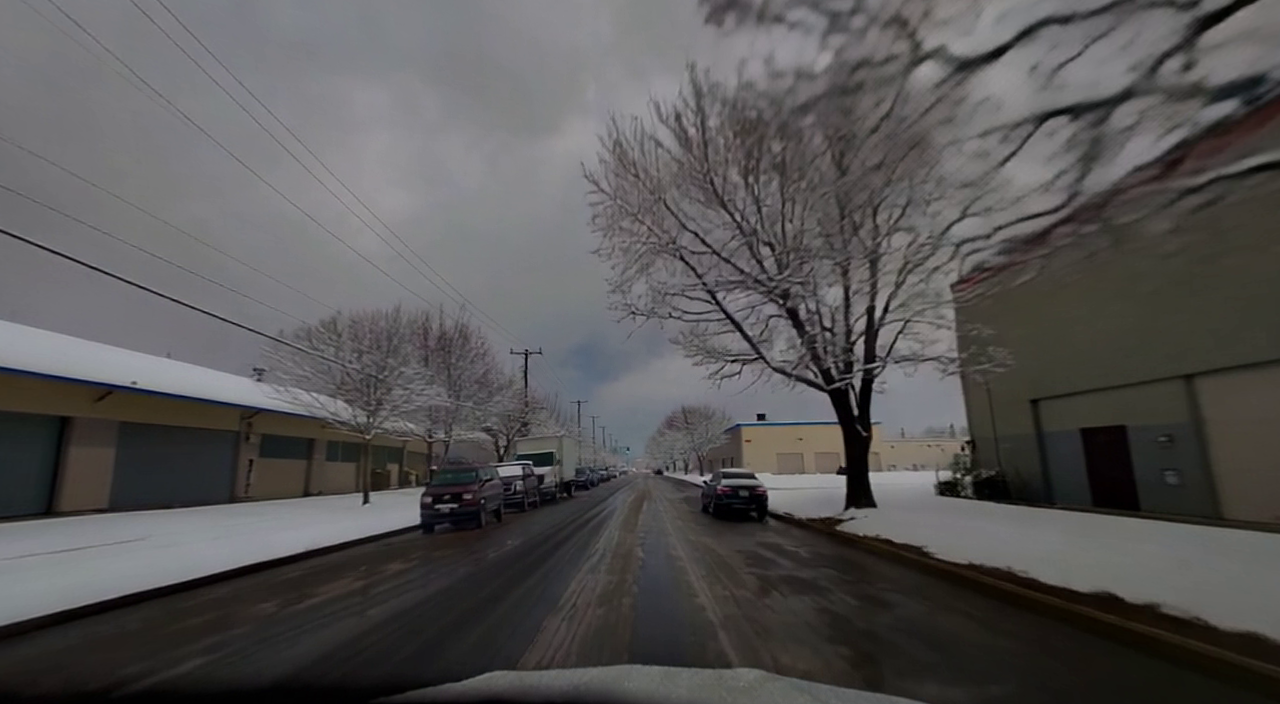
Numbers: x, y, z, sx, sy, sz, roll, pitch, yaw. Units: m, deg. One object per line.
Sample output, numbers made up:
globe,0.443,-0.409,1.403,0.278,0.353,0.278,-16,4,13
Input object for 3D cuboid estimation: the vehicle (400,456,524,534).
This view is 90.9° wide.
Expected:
vehicle,-4.114,3.377,15.225,1.835,1.625,3.674,0,-11,1

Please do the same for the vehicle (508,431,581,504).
vehicle,-3.924,4.952,27.024,2.242,2.726,5.581,1,-11,-1

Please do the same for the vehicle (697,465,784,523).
vehicle,2.739,3.984,18.023,1.819,1.446,3.909,1,-11,0
